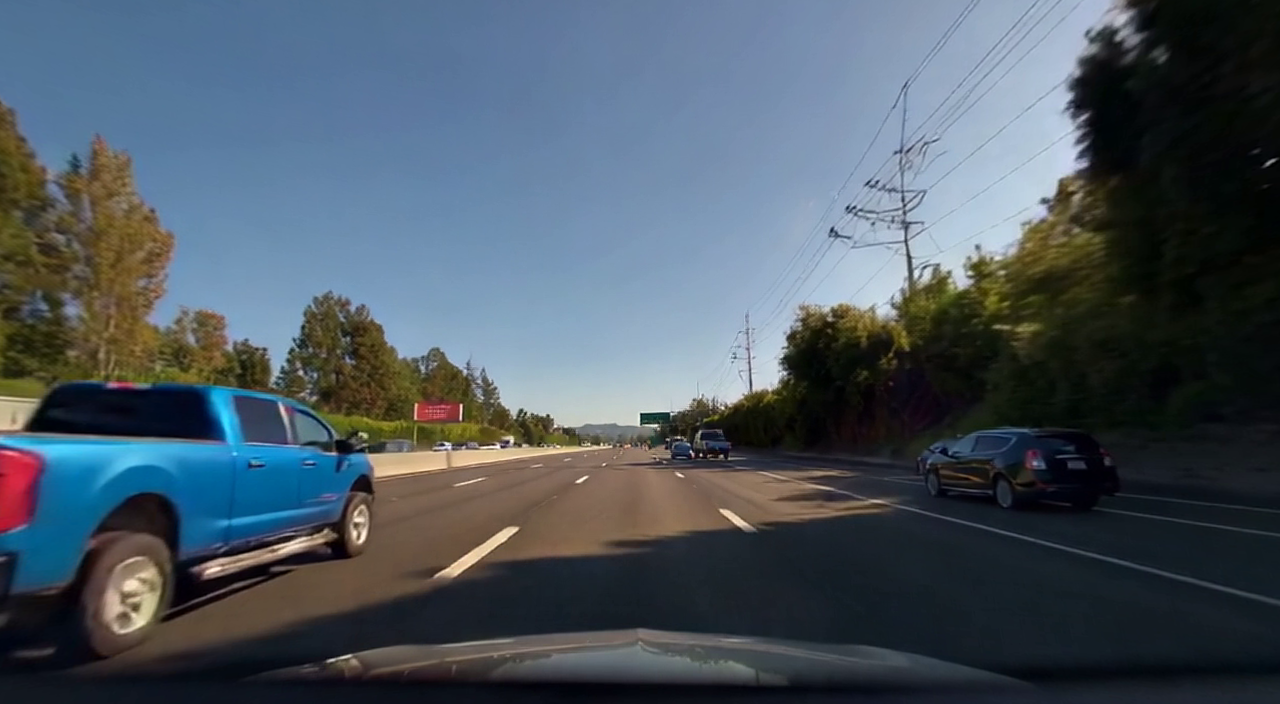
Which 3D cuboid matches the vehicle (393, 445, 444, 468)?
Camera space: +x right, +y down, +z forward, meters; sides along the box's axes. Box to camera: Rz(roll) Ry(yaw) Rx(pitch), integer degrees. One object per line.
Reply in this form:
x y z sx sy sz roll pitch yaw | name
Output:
-14.790 6.960 42.229 1.857 1.461 4.195 0 -8 1 | vehicle

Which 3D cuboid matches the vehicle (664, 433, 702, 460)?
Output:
3.329 7.458 49.616 2.484 2.024 5.265 0 -8 -1 | vehicle

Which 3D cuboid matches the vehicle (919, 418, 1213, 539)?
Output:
6.872 2.067 10.935 1.976 1.646 4.370 0 -8 -1 | vehicle

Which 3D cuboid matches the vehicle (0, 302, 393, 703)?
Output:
-4.485 1.033 4.976 2.508 2.023 6.176 0 -8 0 | vehicle
